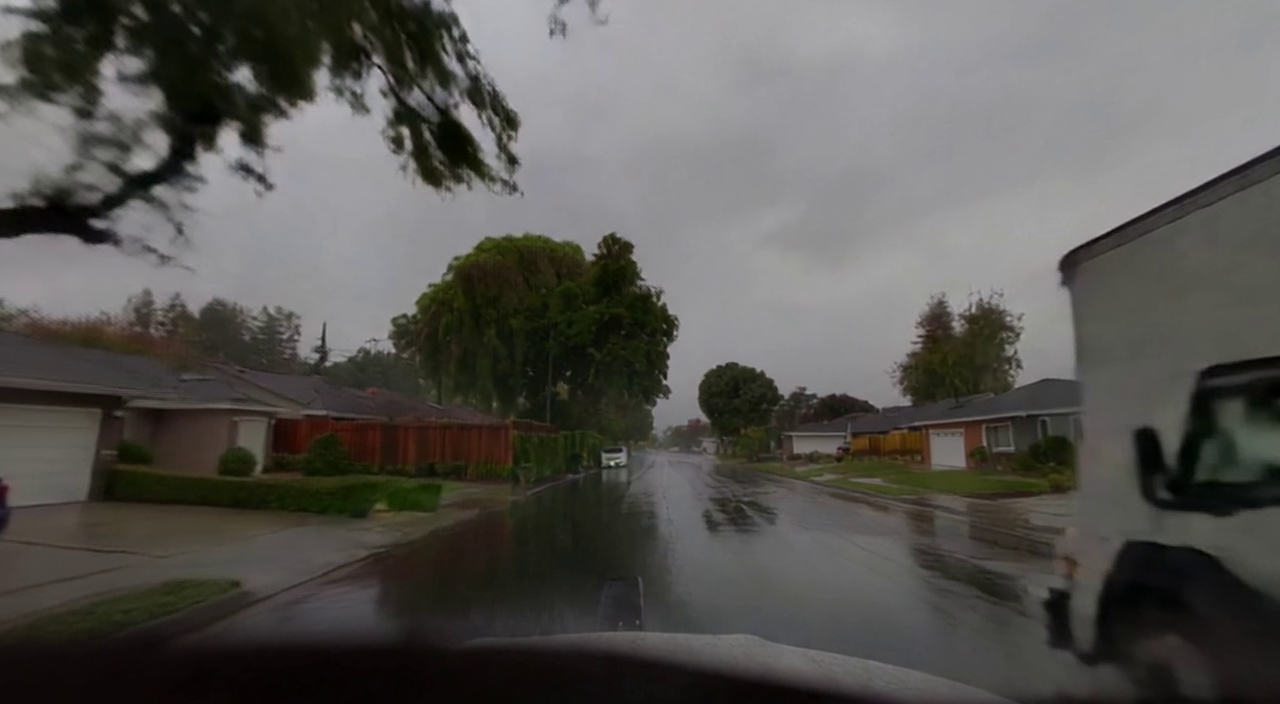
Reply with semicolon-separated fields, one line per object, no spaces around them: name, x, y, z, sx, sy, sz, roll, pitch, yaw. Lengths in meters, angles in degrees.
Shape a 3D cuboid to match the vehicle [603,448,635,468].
vehicle;-1.519;7.868;46.986;2.017;1.397;4.004;-1;-8;4
